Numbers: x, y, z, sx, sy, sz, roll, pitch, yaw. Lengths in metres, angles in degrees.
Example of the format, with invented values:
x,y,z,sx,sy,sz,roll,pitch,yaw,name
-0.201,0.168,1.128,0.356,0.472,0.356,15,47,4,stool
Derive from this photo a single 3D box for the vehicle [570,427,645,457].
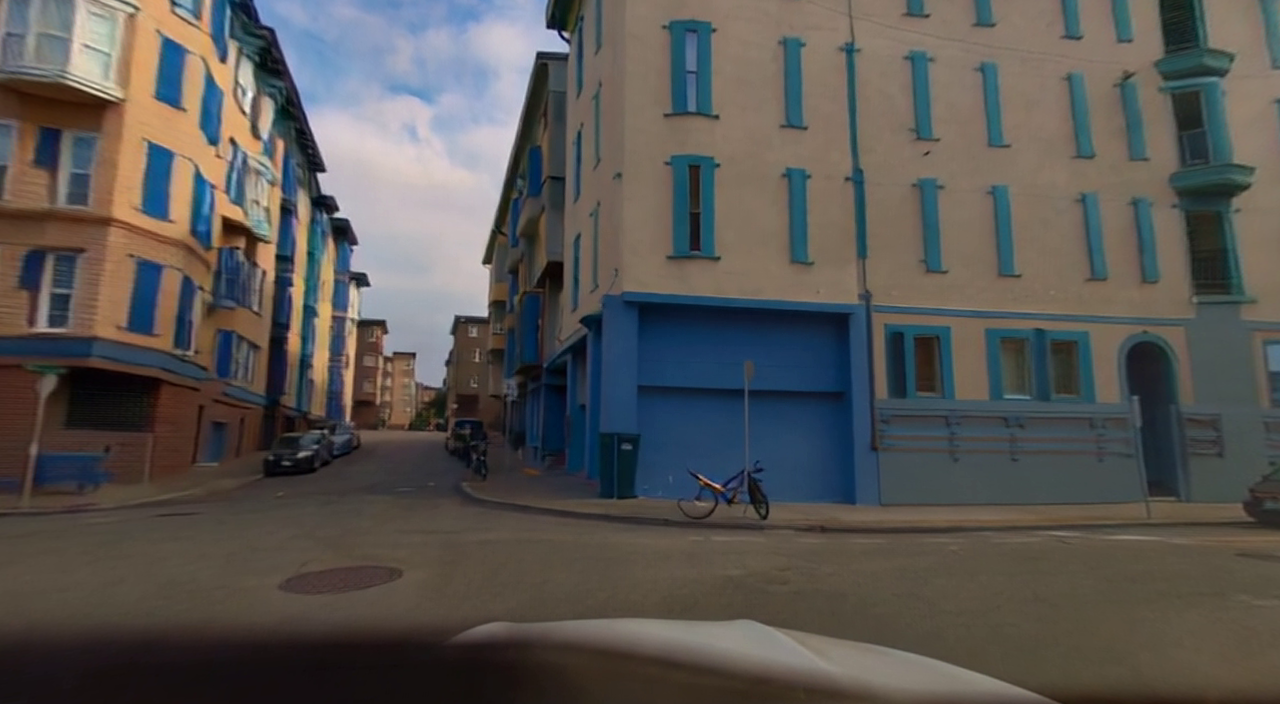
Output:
x,y,z,sx,sy,sz,roll,pitch,yaw,name
-1.608,4.415,30.945,3.404,1.431,1.641,2,-8,-17,vehicle

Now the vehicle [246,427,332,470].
x,y,z,sx,sy,sz,roll,pitch,yaw,name
-12.886,3.554,23.338,1.897,1.431,3.741,2,-8,-16,vehicle

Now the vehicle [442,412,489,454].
x,y,z,sx,sy,sz,roll,pitch,yaw,name
-9.456,4.388,33.876,2.072,2.074,4.358,3,-8,-19,vehicle
